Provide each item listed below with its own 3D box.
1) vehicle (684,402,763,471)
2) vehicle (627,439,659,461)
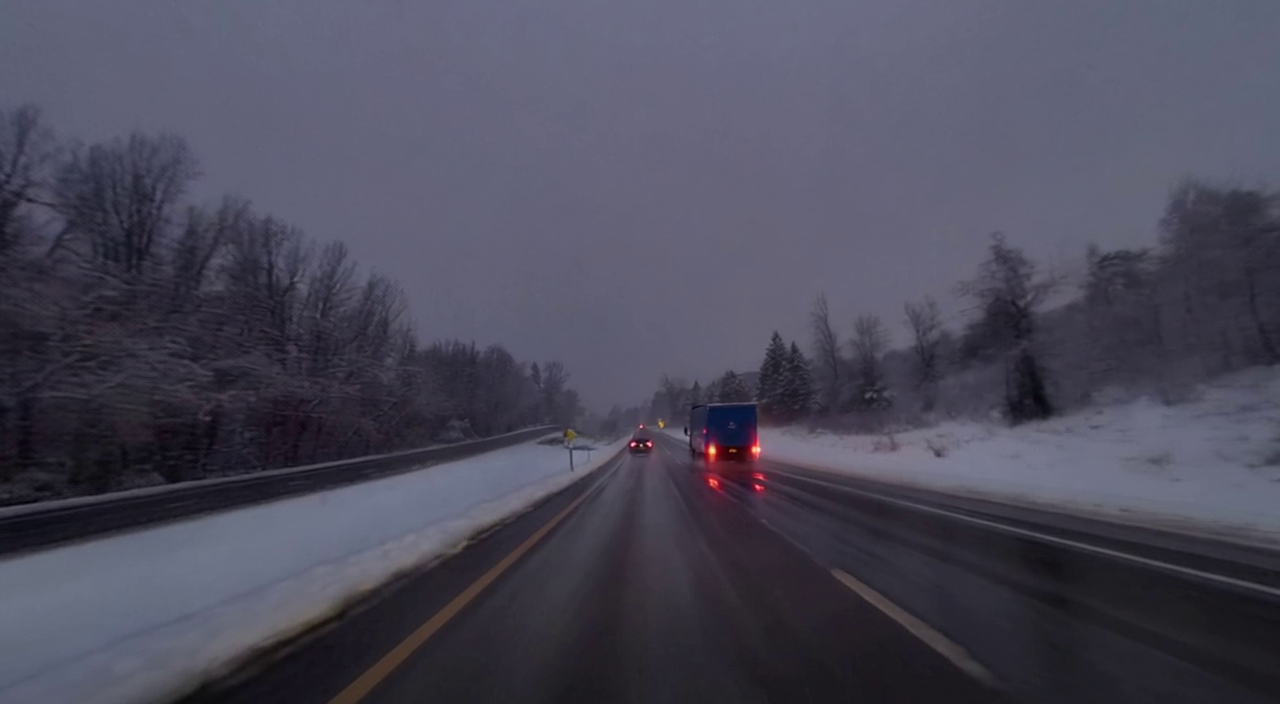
[{"bbox_3d":[4.211,4.564,33.480,3.015,3.211,7.982,0,-9,-1],"label":"vehicle"},{"bbox_3d":[0.214,7.010,44.991,2.170,1.544,4.373,0,-9,0],"label":"vehicle"}]
